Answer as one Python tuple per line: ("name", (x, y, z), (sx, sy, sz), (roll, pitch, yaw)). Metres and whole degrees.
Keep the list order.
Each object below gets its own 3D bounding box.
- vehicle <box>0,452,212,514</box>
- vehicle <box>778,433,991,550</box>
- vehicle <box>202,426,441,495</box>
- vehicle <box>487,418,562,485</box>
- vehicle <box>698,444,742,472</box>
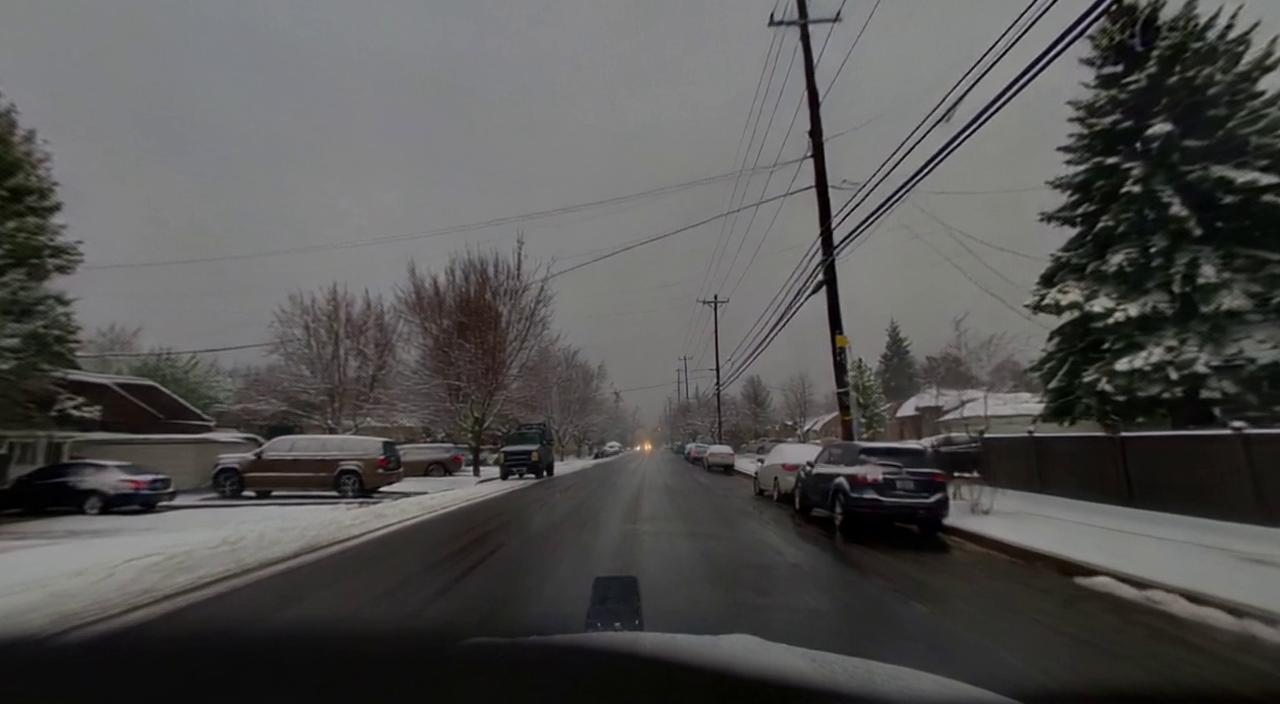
("vehicle", (-14.587, 3.491, 17.060), (4.565, 1.489, 1.950), (1, -8, -1))
("vehicle", (3.810, 2.229, 10.959), (1.970, 1.530, 4.899), (0, -8, 3))
("vehicle", (-10.376, 3.573, 21.067), (6.540, 2.079, 2.565), (0, -8, 2))
("vehicle", (-5.586, 4.909, 31.448), (2.313, 2.875, 6.057), (-3, -8, 2))
("vehicle", (4.719, 6.328, 37.874), (2.016, 1.544, 4.645), (0, -8, 0))
